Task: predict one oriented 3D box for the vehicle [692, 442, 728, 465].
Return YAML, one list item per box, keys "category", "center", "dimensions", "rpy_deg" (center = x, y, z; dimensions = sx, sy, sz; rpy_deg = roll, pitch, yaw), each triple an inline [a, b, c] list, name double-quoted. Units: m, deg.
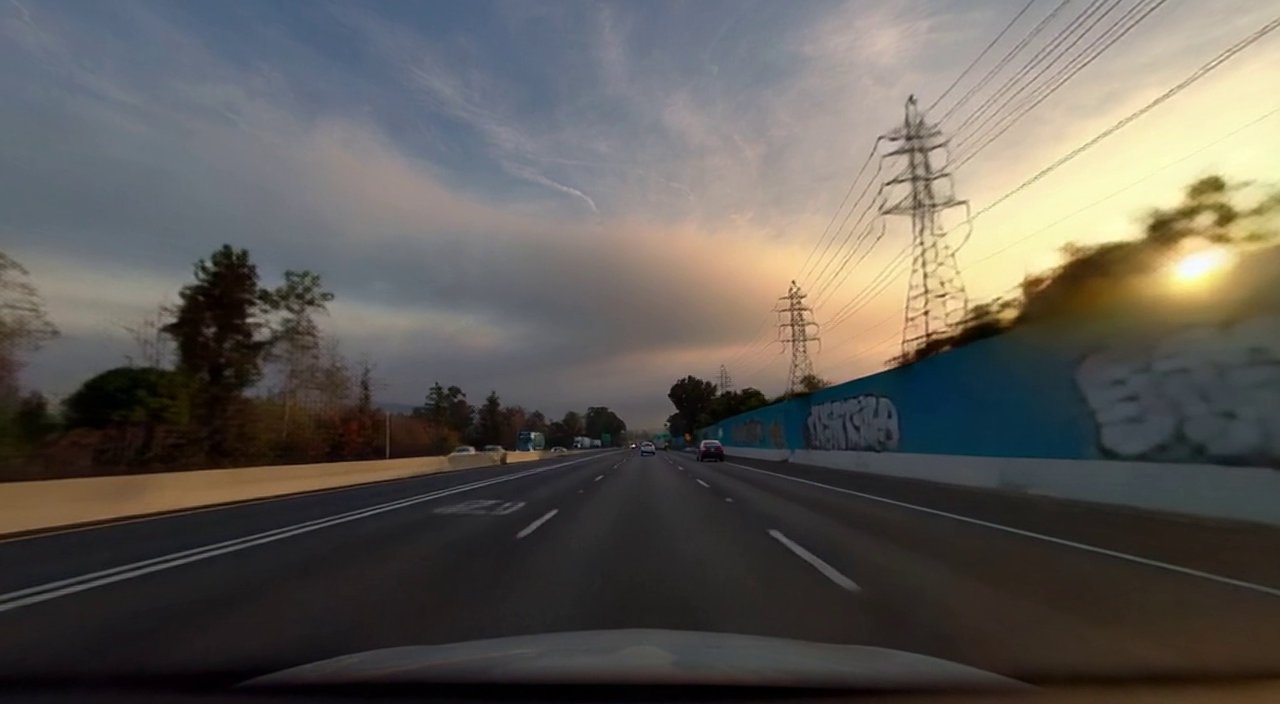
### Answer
- category: "vehicle"
  center: [4.778, 6.963, 43.474]
  dimensions: [1.991, 1.494, 3.951]
  rpy_deg: [0, -8, 0]
